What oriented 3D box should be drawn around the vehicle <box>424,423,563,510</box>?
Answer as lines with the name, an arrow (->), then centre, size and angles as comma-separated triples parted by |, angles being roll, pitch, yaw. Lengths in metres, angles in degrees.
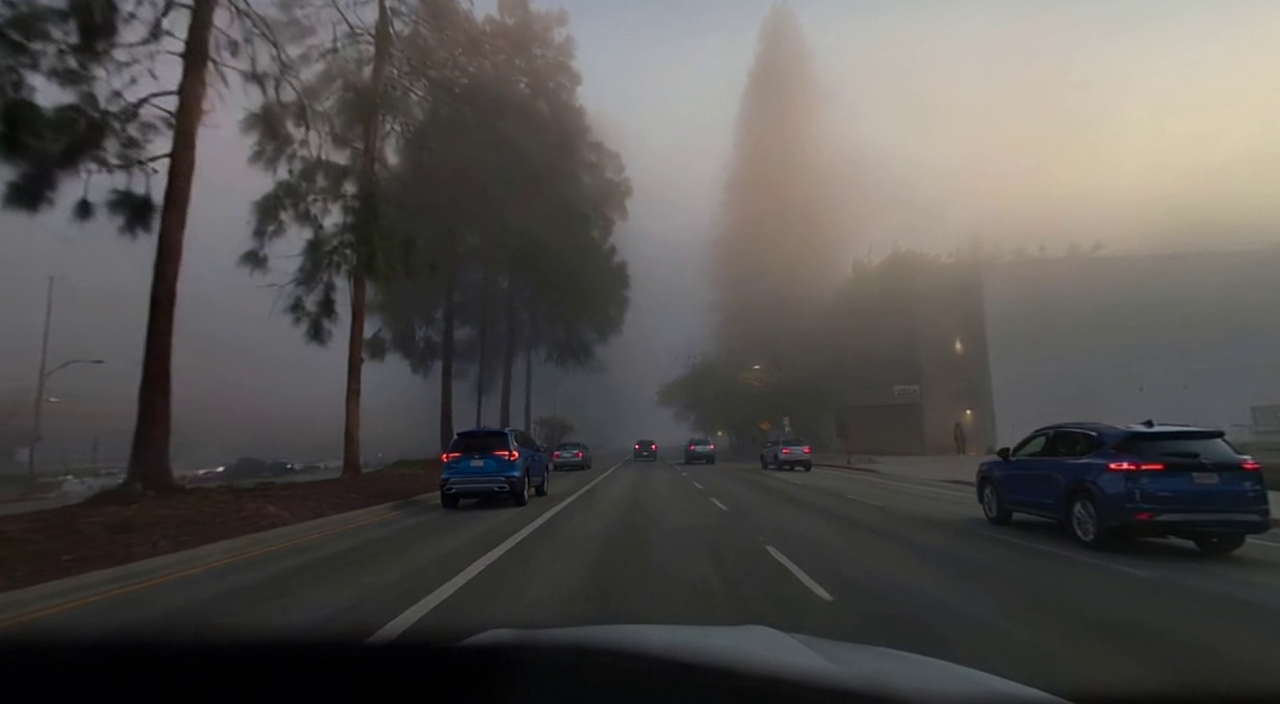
vehicle -> -3.213, 2.631, 14.898 | 2.141, 1.719, 4.379 | 0, -9, 1

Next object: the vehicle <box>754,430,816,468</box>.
vehicle -> 7.383, 5.010, 32.505 | 2.076, 1.793, 4.464 | 0, -9, 0

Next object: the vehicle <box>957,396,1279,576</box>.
vehicle -> 6.281, 1.578, 8.177 | 2.088, 1.666, 4.512 | -1, -9, 2

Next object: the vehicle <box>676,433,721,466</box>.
vehicle -> 3.418, 5.823, 37.635 | 2.178, 1.804, 4.766 | 0, -8, 0

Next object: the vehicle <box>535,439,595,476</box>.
vehicle -> -3.261, 4.672, 28.120 | 2.036, 1.465, 4.301 | -1, -9, 2
